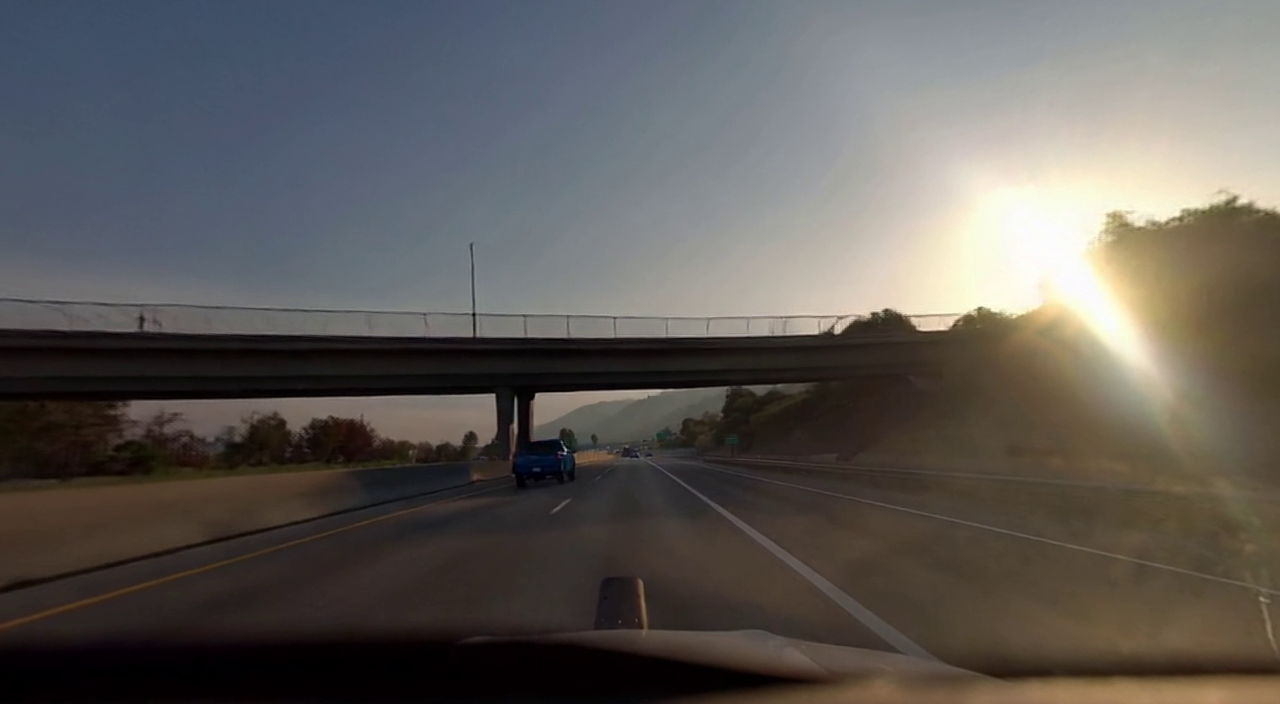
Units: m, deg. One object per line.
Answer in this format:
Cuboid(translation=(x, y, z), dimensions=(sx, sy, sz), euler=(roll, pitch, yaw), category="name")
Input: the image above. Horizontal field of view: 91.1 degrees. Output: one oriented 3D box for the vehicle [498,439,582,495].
Cuboid(translation=(-3.322, 3.918, 21.775), dimensions=(2.152, 1.717, 4.423), euler=(0, -9, 1), category="vehicle")
